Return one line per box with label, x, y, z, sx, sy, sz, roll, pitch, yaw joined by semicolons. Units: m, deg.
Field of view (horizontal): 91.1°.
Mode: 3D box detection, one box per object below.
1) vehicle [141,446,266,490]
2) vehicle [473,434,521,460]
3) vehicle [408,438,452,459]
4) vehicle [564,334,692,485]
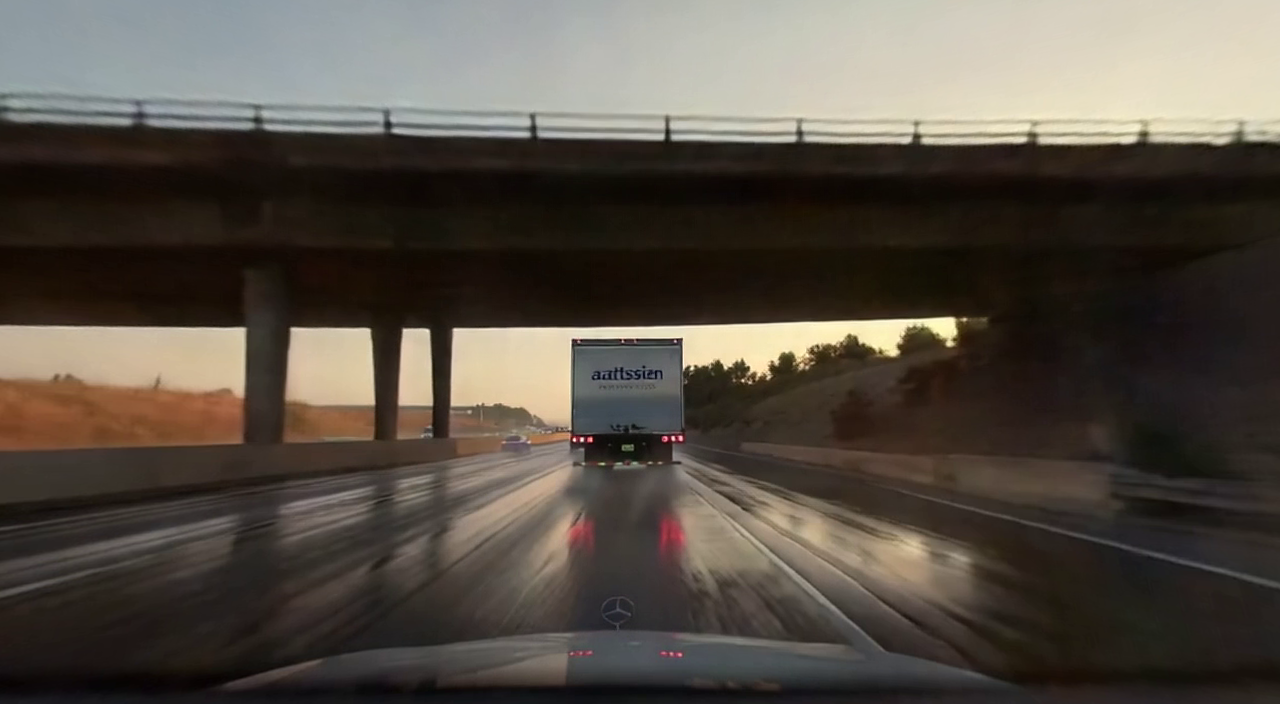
vehicle;-16.429;4.352;23.944;1.884;1.465;3.988;0;-8;0
vehicle;-8.517;5.687;37.793;1.940;1.488;3.976;0;-8;0
vehicle;-16.331;7.521;49.026;1.911;1.562;4.014;0;-8;1
vehicle;-0.330;2.257;22.478;3.442;4.106;10.719;0;-8;0
